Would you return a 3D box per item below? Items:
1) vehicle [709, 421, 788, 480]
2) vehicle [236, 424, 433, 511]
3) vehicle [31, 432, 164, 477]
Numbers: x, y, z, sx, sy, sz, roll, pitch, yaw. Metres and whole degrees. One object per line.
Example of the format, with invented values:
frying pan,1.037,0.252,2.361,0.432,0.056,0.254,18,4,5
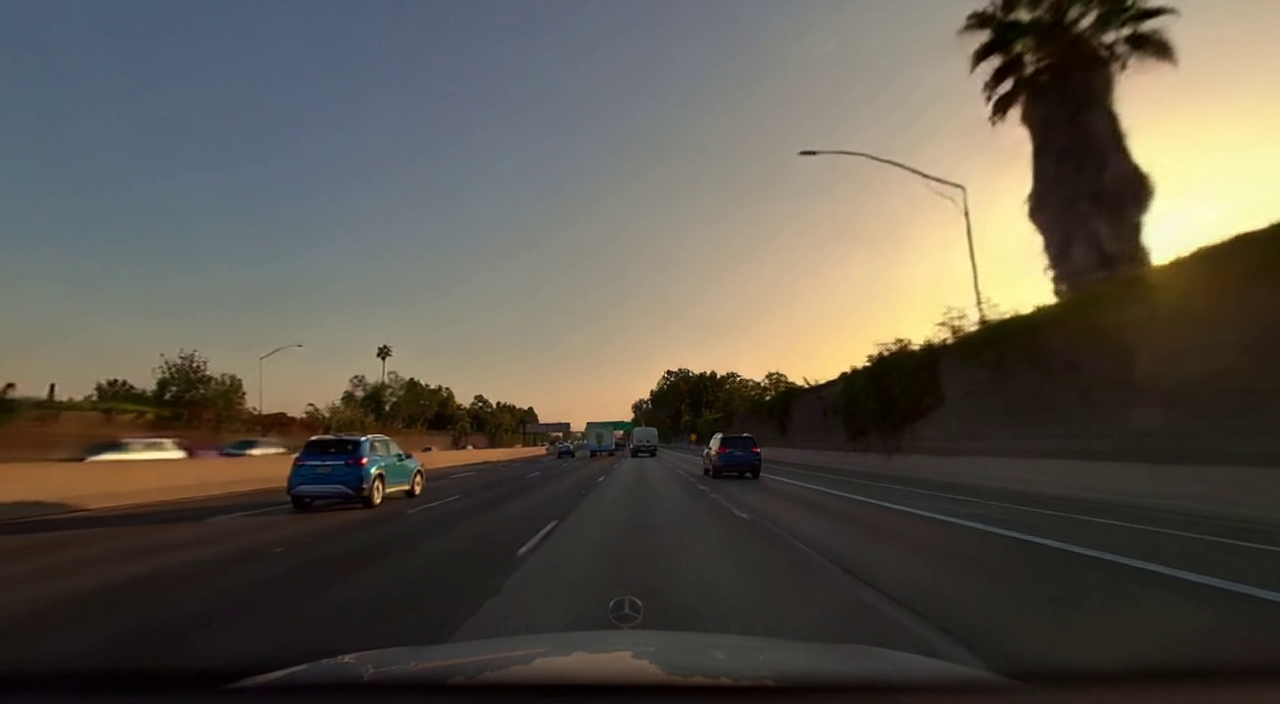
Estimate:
vehicle,4.373,4.100,26.376,2.408,2.210,4.999,0,-8,0
vehicle,-7.063,2.718,15.372,2.289,1.774,4.871,0,-8,1
vehicle,-21.424,4.039,25.148,1.710,1.642,3.990,0,-8,0
